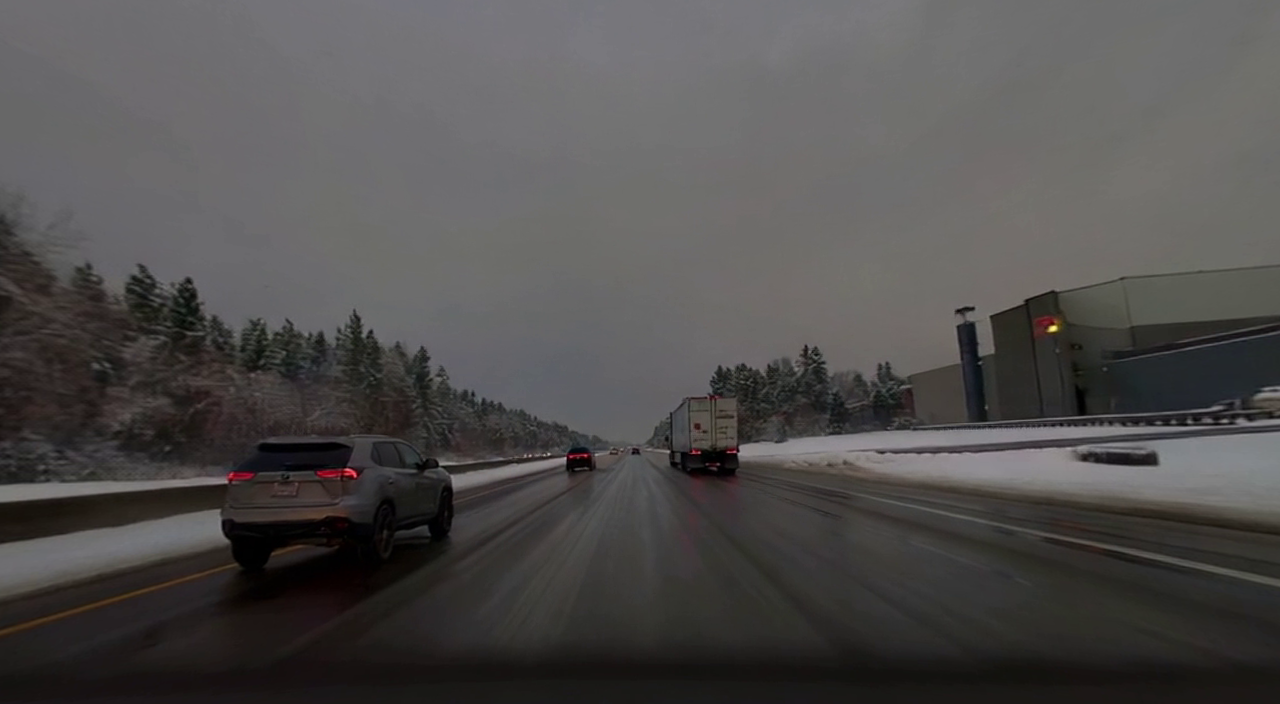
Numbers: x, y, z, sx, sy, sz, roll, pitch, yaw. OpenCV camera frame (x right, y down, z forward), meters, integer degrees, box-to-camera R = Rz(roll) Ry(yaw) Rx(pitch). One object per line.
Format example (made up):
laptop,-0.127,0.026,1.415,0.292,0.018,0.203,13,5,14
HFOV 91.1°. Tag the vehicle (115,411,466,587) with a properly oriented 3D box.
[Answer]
vehicle,-4.194,1.845,8.747,2.202,1.760,4.617,0,-9,0

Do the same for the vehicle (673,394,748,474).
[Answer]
vehicle,4.124,5.460,40.622,2.998,4.236,13.886,0,-9,-1

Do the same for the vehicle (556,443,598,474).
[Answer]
vehicle,-3.736,6.434,38.160,2.139,1.716,4.530,0,-9,0
